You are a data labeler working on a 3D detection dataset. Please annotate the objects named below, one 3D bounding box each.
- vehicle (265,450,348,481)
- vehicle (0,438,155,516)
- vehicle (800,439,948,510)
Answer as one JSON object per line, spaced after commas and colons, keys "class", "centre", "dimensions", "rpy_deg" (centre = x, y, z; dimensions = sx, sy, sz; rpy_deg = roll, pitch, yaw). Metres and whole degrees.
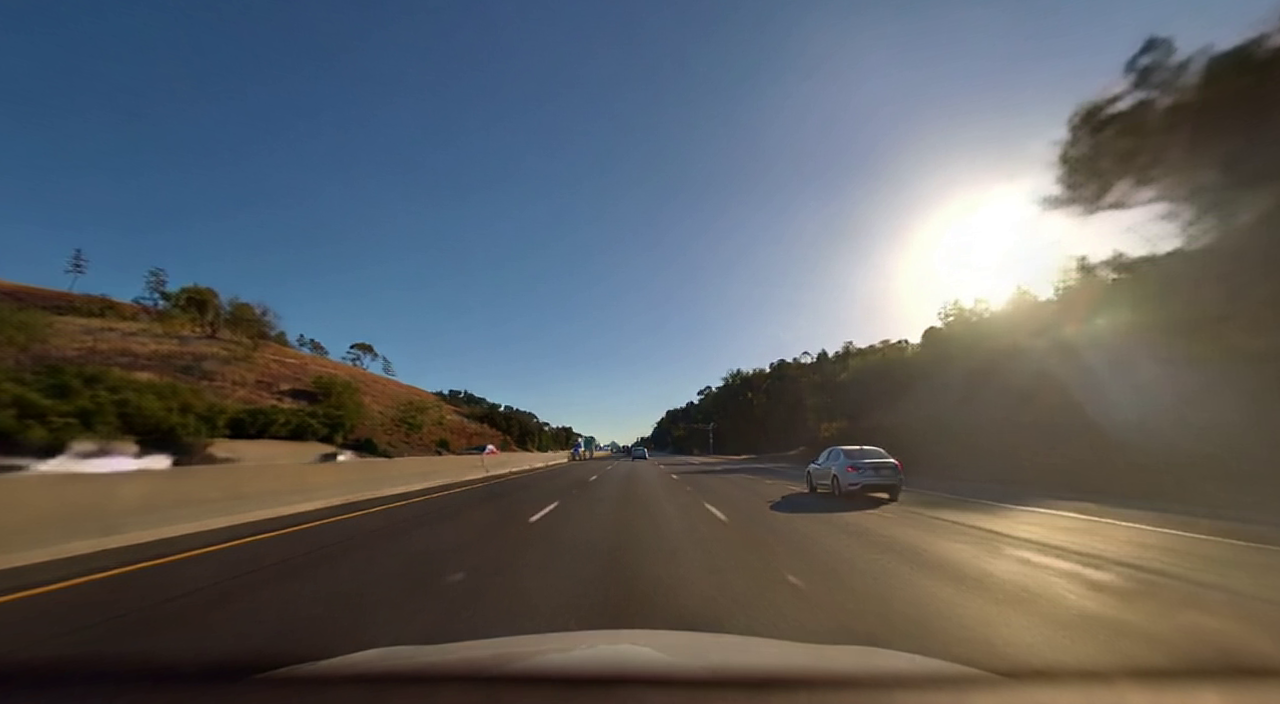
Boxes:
{"class": "vehicle", "centre": [-18.104, 6.168, 34.473], "dimensions": [1.926, 1.505, 4.737], "rpy_deg": [0, -9, 1]}
{"class": "vehicle", "centre": [-14.503, 2.919, 15.119], "dimensions": [2.014, 1.633, 4.543], "rpy_deg": [0, -9, 0]}
{"class": "vehicle", "centre": [5.599, 2.971, 15.745], "dimensions": [1.976, 1.495, 4.217], "rpy_deg": [0, -9, -1]}
